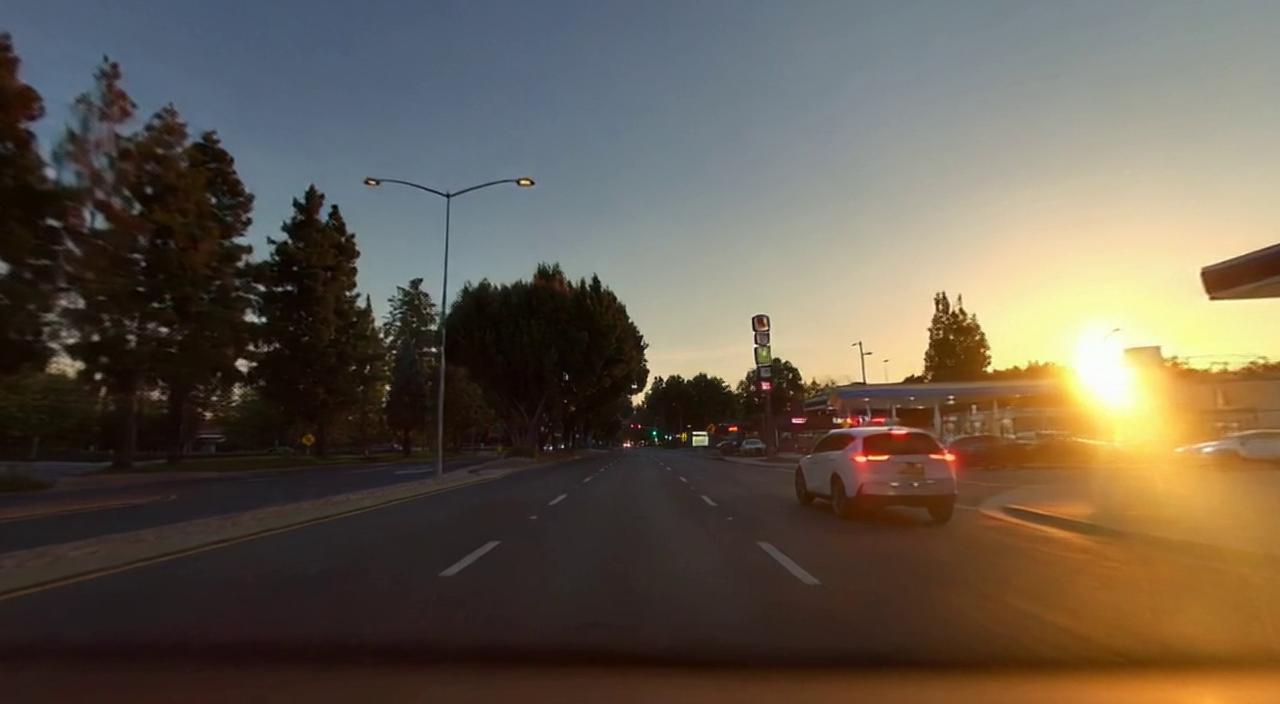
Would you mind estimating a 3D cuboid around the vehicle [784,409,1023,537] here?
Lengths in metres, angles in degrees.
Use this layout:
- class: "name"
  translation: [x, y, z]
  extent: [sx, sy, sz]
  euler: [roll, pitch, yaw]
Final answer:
- class: "vehicle"
  translation: [4.487, 2.162, 11.931]
  extent: [2.245, 1.864, 5.076]
  euler: [0, -8, -1]

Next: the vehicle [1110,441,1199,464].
- class: "vehicle"
  translation: [33.964, 6.653, 41.768]
  extent: [4.182, 1.473, 1.840]
  euler: [0, -8, 1]

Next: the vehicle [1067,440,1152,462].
- class: "vehicle"
  translation: [32.988, 6.946, 44.434]
  extent: [4.355, 1.479, 1.940]
  euler: [0, -8, 2]

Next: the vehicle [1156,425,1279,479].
- class: "vehicle"
  translation: [23.301, 3.676, 23.360]
  extent: [6.404, 1.894, 2.275]
  euler: [0, -8, 0]
